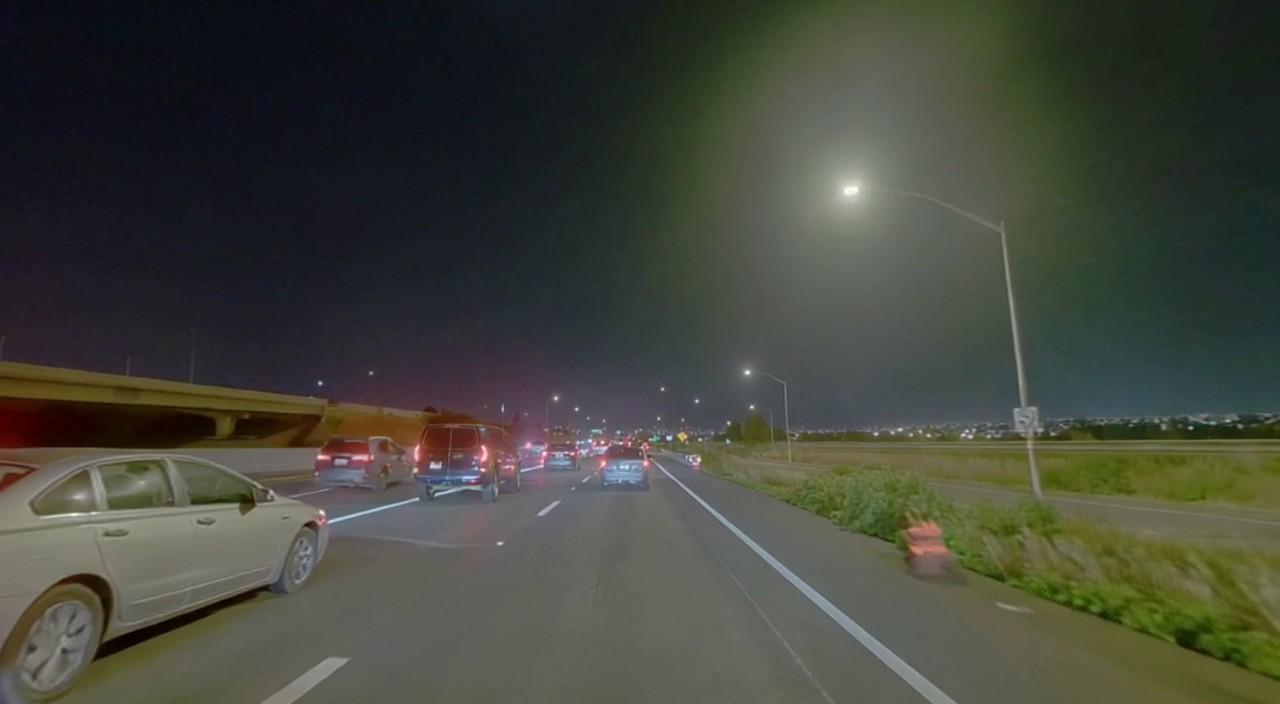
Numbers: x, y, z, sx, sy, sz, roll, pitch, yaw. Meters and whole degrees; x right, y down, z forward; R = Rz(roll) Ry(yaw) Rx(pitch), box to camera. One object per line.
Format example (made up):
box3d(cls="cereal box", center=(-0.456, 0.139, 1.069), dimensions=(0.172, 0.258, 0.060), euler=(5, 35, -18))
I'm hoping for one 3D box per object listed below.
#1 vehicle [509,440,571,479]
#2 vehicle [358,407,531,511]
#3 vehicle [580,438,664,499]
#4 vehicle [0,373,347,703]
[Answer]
box3d(cls="vehicle", center=(-3.995, 4.353, 25.901), dimensions=(1.824, 1.459, 4.007), euler=(0, -9, 1))
box3d(cls="vehicle", center=(-4.294, 2.514, 15.209), dimensions=(2.324, 2.012, 5.740), euler=(0, -9, 0))
box3d(cls="vehicle", center=(-0.473, 3.160, 17.594), dimensions=(2.069, 1.484, 3.918), euler=(0, -9, -1))
box3d(cls="vehicle", center=(-3.888, 1.053, 3.835), dimensions=(2.041, 1.604, 4.384), euler=(0, -9, 1))
